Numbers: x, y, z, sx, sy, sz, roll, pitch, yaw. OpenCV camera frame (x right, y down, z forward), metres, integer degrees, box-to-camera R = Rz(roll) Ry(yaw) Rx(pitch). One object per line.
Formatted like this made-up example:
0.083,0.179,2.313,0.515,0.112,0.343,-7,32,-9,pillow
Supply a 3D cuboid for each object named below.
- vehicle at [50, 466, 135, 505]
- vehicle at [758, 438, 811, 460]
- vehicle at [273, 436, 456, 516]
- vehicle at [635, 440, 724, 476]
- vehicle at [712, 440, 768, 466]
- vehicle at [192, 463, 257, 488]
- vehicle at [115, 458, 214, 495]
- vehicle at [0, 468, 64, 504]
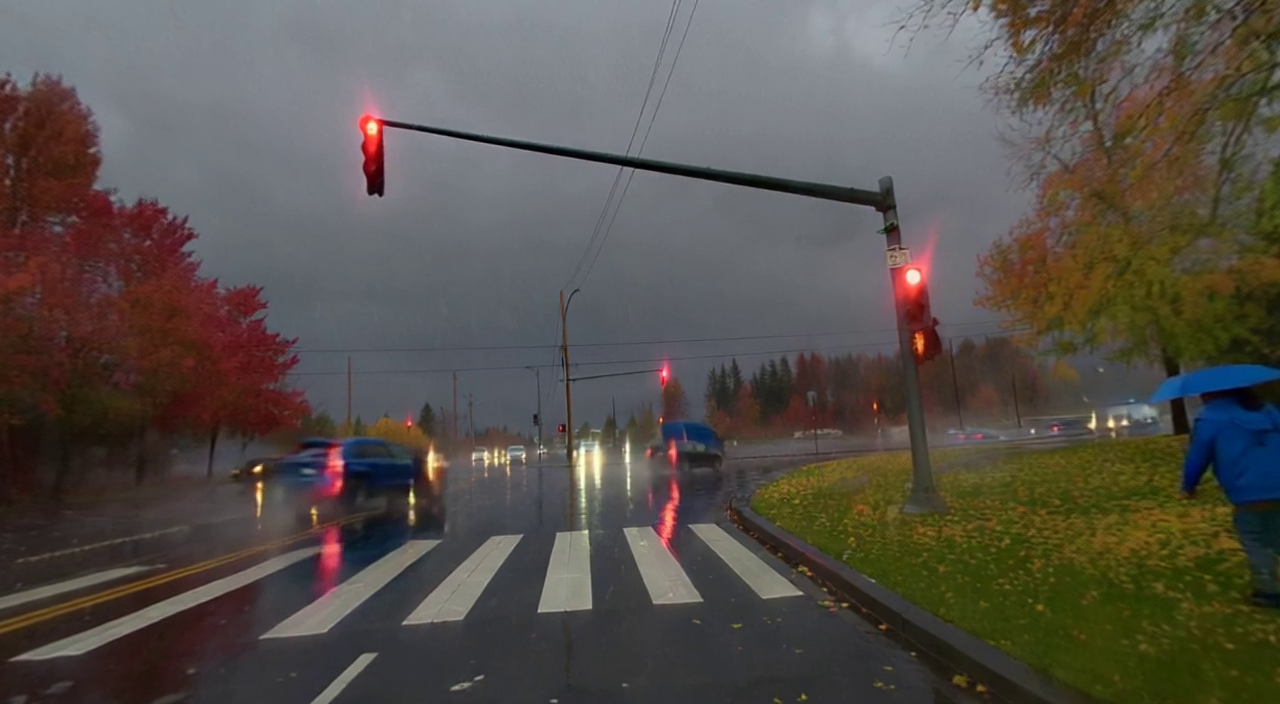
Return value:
-25.429,6.156,29.282,1.694,1.528,4.225,3,-9,-24,vehicle
11.462,7.646,49.381,1.979,1.659,4.907,-8,-11,39,vehicle
-7.780,3.456,18.043,2.001,1.988,4.281,-8,-11,39,vehicle
2.018,5.134,30.520,1.915,1.586,4.734,-7,-11,38,vehicle
7.034,7.055,43.946,1.867,1.743,4.259,-8,-11,39,vehicle
-28.544,8.479,43.168,1.768,1.465,3.972,0,-9,-1,vehicle
-27.850,7.264,36.948,2.064,1.913,5.081,0,-9,-3,vehicle
-30.326,6.443,30.324,1.800,1.520,3.968,2,-9,-14,vehicle
